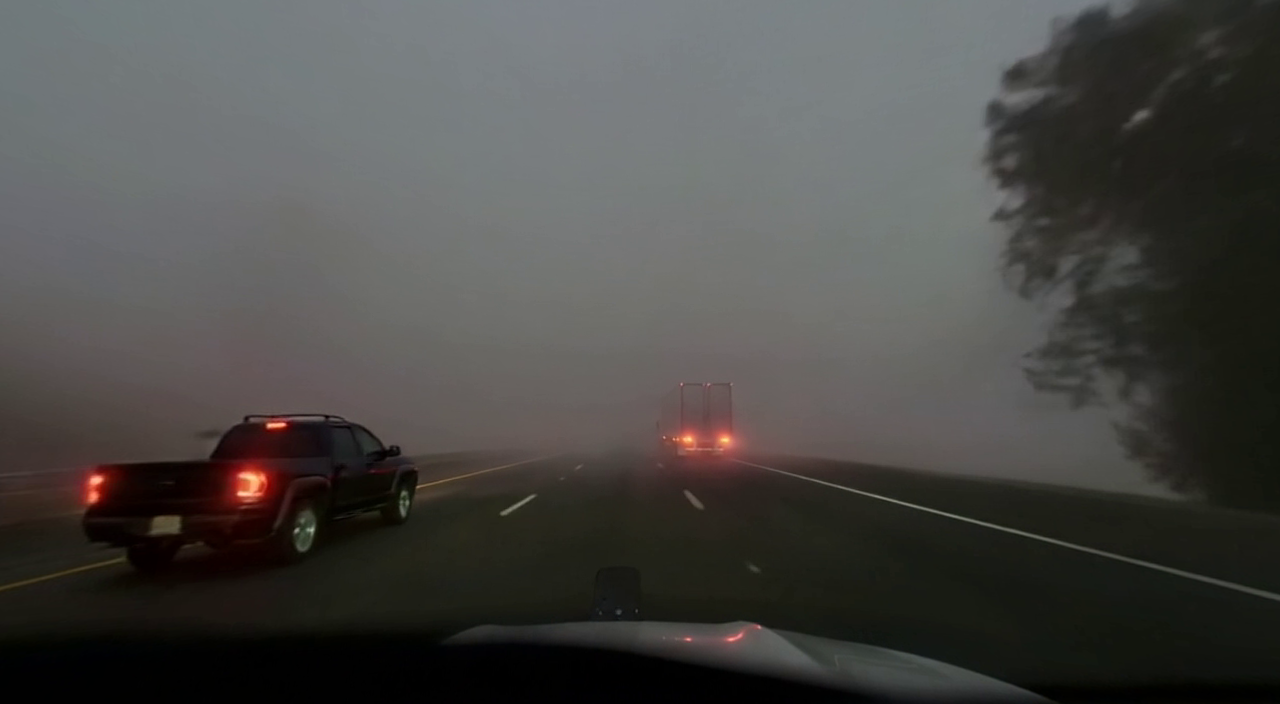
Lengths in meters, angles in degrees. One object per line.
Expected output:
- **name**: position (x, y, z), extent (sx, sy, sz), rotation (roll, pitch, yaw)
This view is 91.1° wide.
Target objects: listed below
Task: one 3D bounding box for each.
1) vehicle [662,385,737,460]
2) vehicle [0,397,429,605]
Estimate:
- **vehicle**: position (3.613, 5.116, 43.781), extent (3.144, 4.168, 17.594), rotation (0, -8, -1)
- **vehicle**: position (-4.087, 1.444, 7.016), extent (2.044, 1.604, 4.144), rotation (0, -8, 0)
